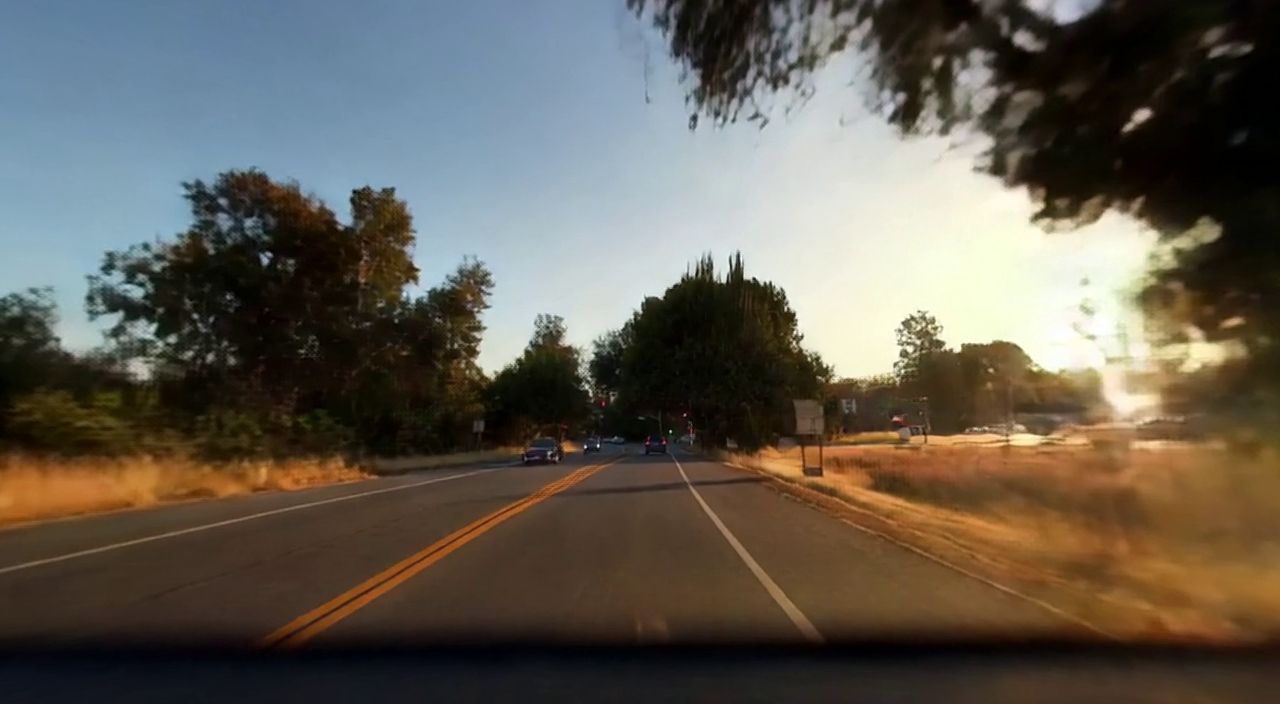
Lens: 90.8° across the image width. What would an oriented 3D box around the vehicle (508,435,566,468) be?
[{"bbox_3d":[-4.870,4.763,30.388,2.002,1.455,4.450,0,-8,1],"label":"vehicle"}]
